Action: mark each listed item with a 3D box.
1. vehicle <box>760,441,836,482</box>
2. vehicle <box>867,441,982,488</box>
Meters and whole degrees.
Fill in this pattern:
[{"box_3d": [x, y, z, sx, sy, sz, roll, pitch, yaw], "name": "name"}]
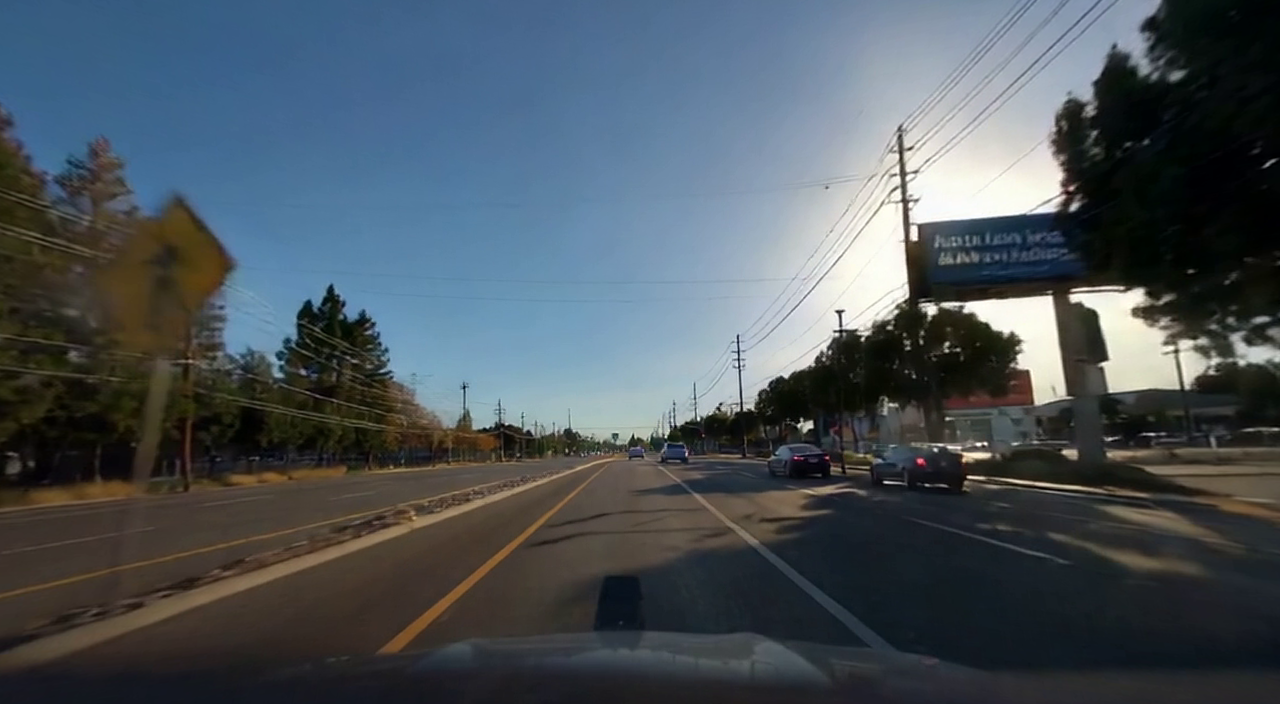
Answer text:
[{"box_3d": [6.257, 4.374, 25.520, 1.882, 1.476, 4.344, 0, -8, -1], "name": "vehicle"}, {"box_3d": [9.880, 3.912, 22.382, 1.874, 1.482, 4.545, 0, -8, -1], "name": "vehicle"}]
